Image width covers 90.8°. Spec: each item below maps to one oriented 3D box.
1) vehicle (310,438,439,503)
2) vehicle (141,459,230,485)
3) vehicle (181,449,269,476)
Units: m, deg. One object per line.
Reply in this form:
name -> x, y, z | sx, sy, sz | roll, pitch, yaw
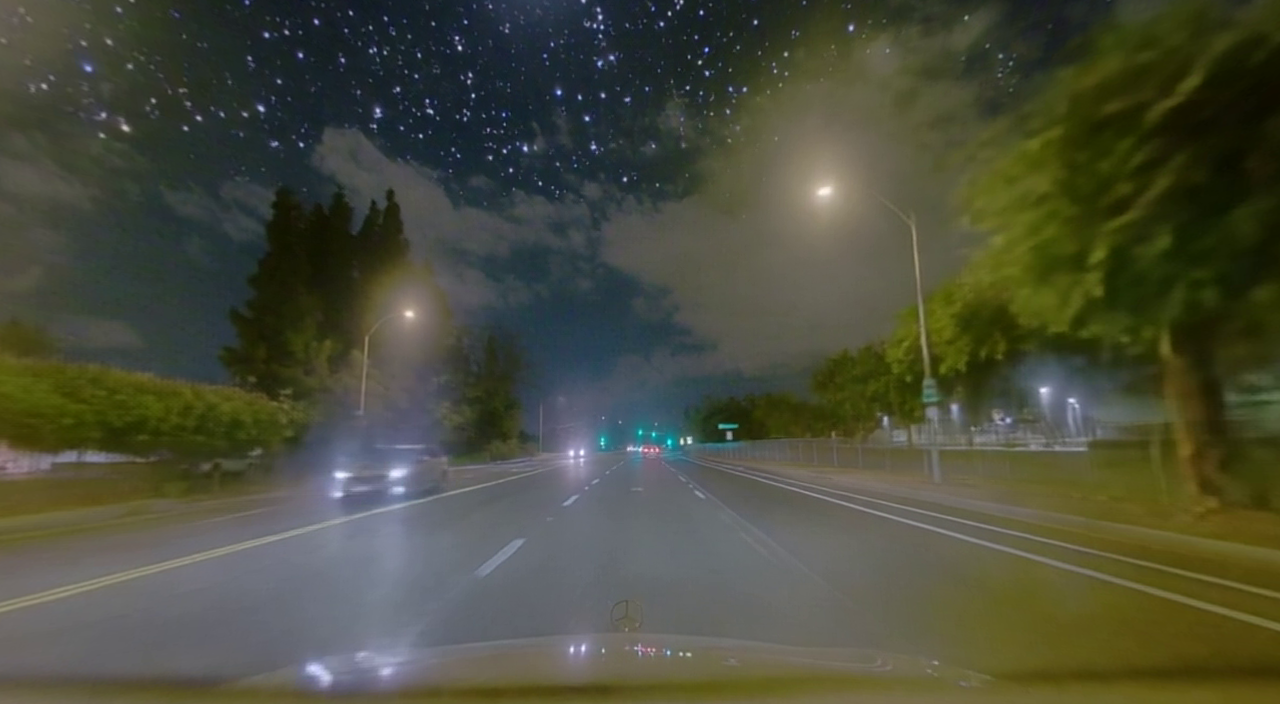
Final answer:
vehicle -> -7.748, 3.475, 18.969 | 1.979, 1.684, 4.289 | 0, -8, 0
vehicle -> -27.070, 7.124, 37.685 | 3.977, 1.453, 1.768 | 0, -9, 3
vehicle -> -26.468, 7.056, 40.370 | 4.140, 1.635, 2.059 | 0, -8, -1
